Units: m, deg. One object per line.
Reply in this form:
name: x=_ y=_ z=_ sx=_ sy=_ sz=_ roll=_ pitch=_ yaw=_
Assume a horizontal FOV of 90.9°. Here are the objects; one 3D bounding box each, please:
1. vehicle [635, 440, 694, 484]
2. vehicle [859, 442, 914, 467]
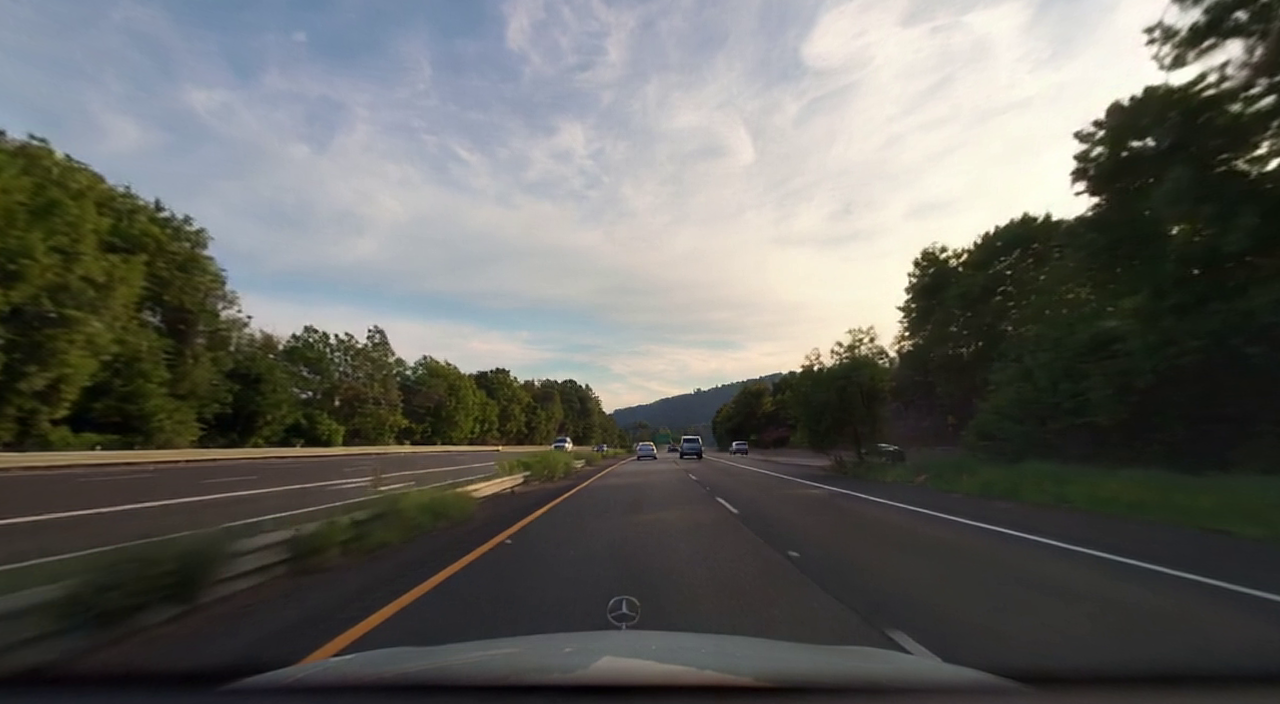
vehicle: x=0.847 y=4.117 z=23.857 sx=2.053 sy=1.483 sz=4.185 roll=0 pitch=-9 yaw=0
vehicle: x=15.816 y=6.604 z=40.616 sx=1.926 sy=1.483 sz=3.528 roll=0 pitch=-9 yaw=-4
